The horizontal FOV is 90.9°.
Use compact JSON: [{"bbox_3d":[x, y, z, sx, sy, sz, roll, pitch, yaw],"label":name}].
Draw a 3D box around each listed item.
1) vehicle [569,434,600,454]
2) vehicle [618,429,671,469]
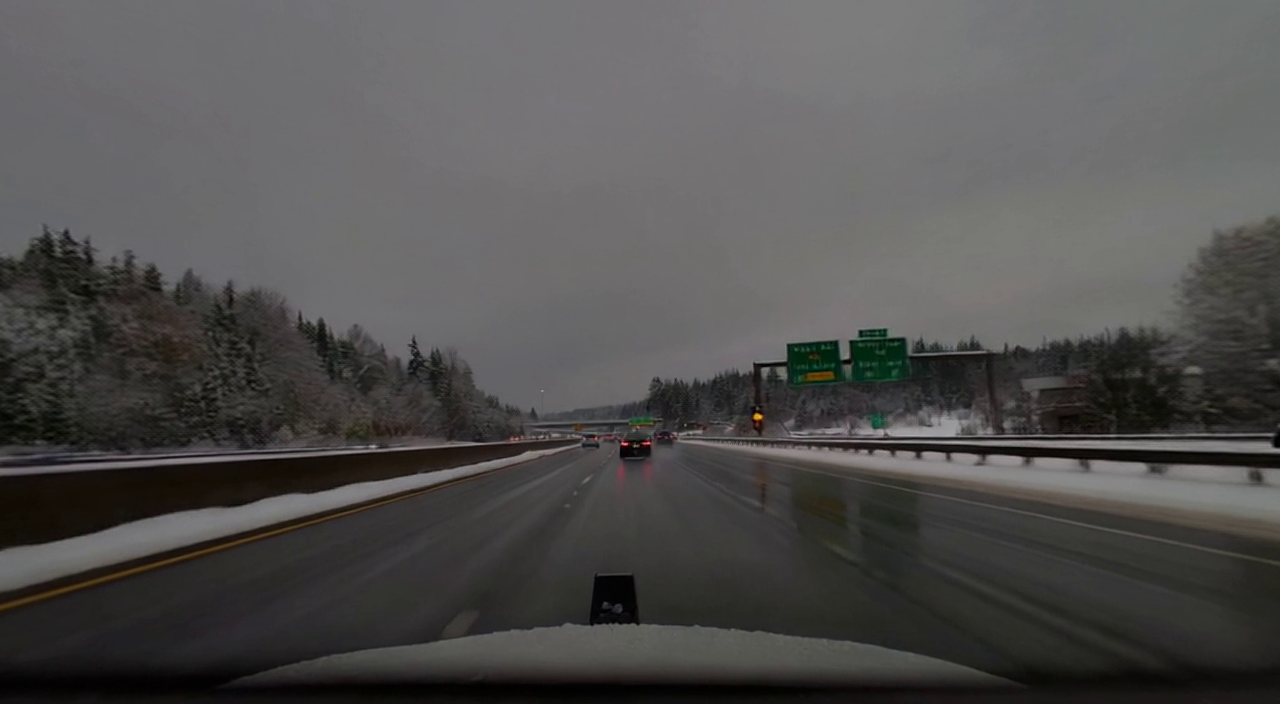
[{"bbox_3d":[-4.222,7.072,48.489,2.014,1.471,4.380,0,-8,-1],"label":"vehicle"},{"bbox_3d":[0.120,4.114,26.856,2.086,1.554,3.875,0,-8,-2],"label":"vehicle"}]
